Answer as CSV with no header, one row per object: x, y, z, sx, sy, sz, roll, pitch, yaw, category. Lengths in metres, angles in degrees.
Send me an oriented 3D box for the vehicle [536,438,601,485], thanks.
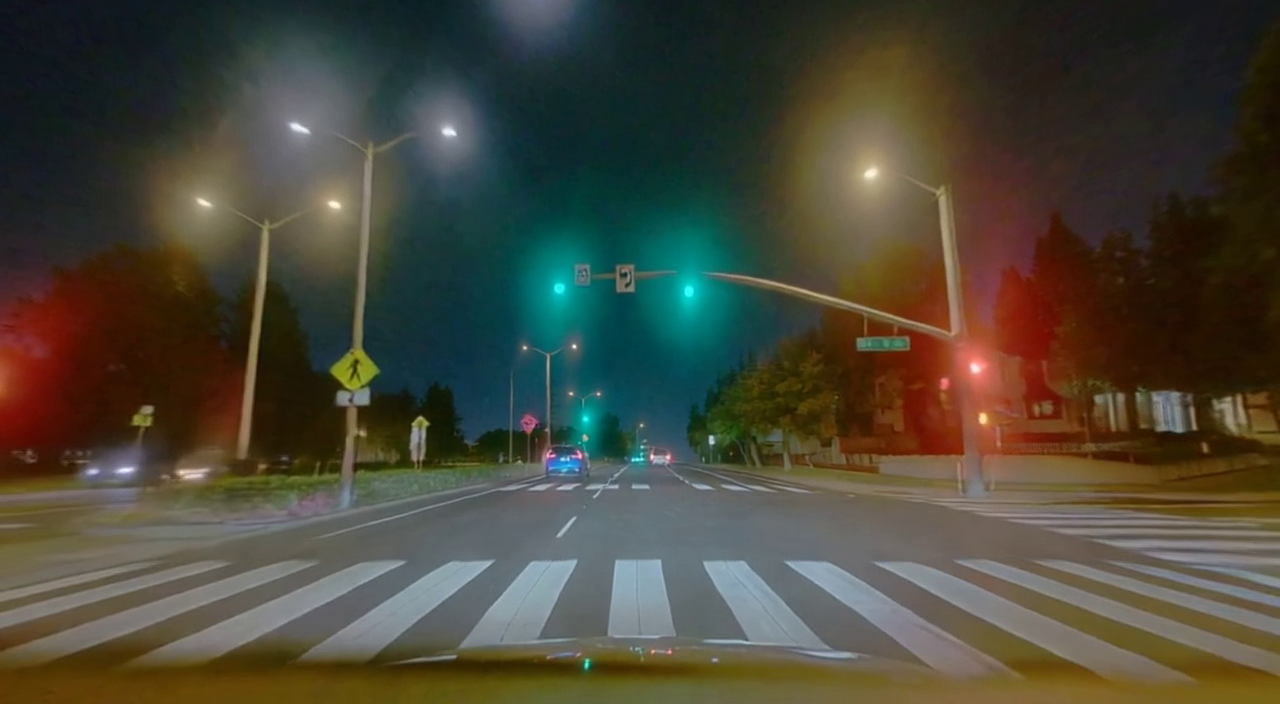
-2.920,4.594,26.780,2.150,1.812,4.423,0,-9,1,vehicle

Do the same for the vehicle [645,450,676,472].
1.403,7.821,45.293,2.075,1.480,3.920,0,-9,-1,vehicle

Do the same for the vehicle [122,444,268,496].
-15.541,4.112,22.373,1.990,1.650,4.283,0,-9,0,vehicle
